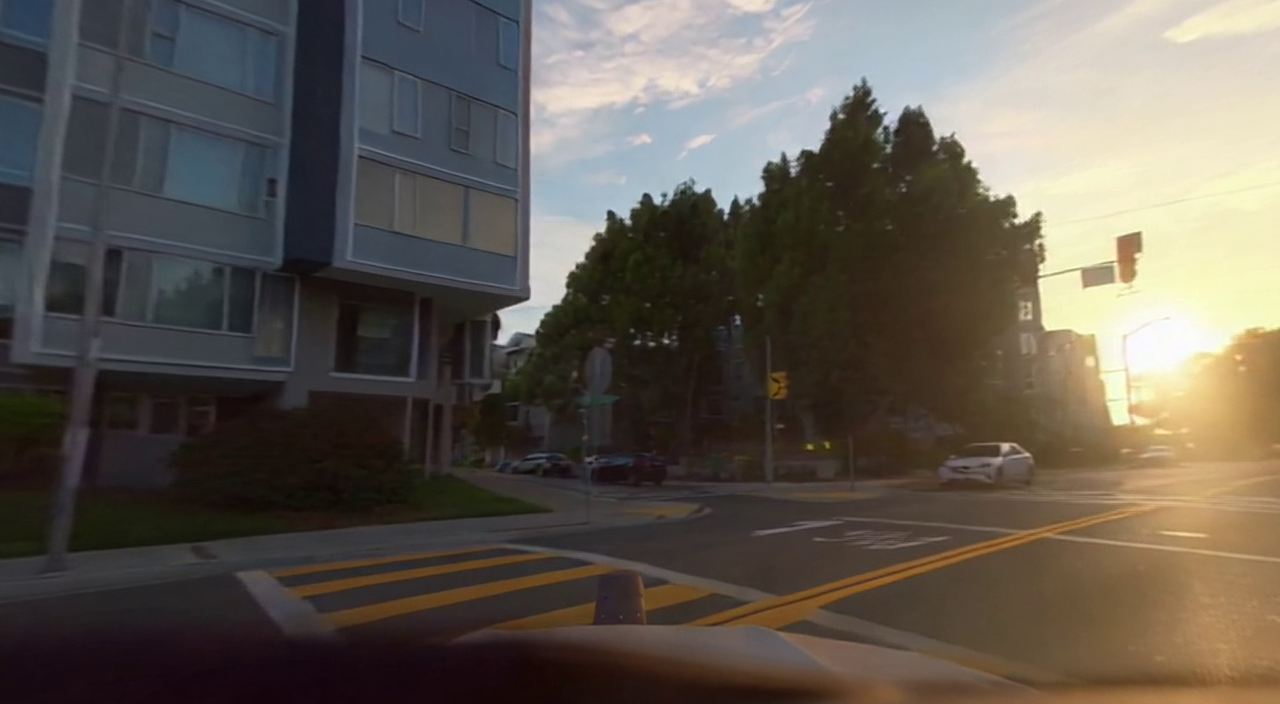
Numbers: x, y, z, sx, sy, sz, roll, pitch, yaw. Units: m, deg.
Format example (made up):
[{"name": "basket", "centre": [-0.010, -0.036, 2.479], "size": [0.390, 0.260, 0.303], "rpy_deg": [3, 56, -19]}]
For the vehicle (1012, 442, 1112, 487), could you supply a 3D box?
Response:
[{"name": "vehicle", "centre": [15.369, 4.028, 22.927], "size": [4.313, 1.462, 1.789], "rpy_deg": [7, -11, -40]}]

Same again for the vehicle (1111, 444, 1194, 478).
[{"name": "vehicle", "centre": [24.083, 5.054, 29.618], "size": [4.630, 1.484, 1.934], "rpy_deg": [7, -11, -39]}]

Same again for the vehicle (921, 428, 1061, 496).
[{"name": "vehicle", "centre": [10.693, 3.267, 19.149], "size": [4.619, 1.817, 1.993], "rpy_deg": [7, -11, -39]}]
